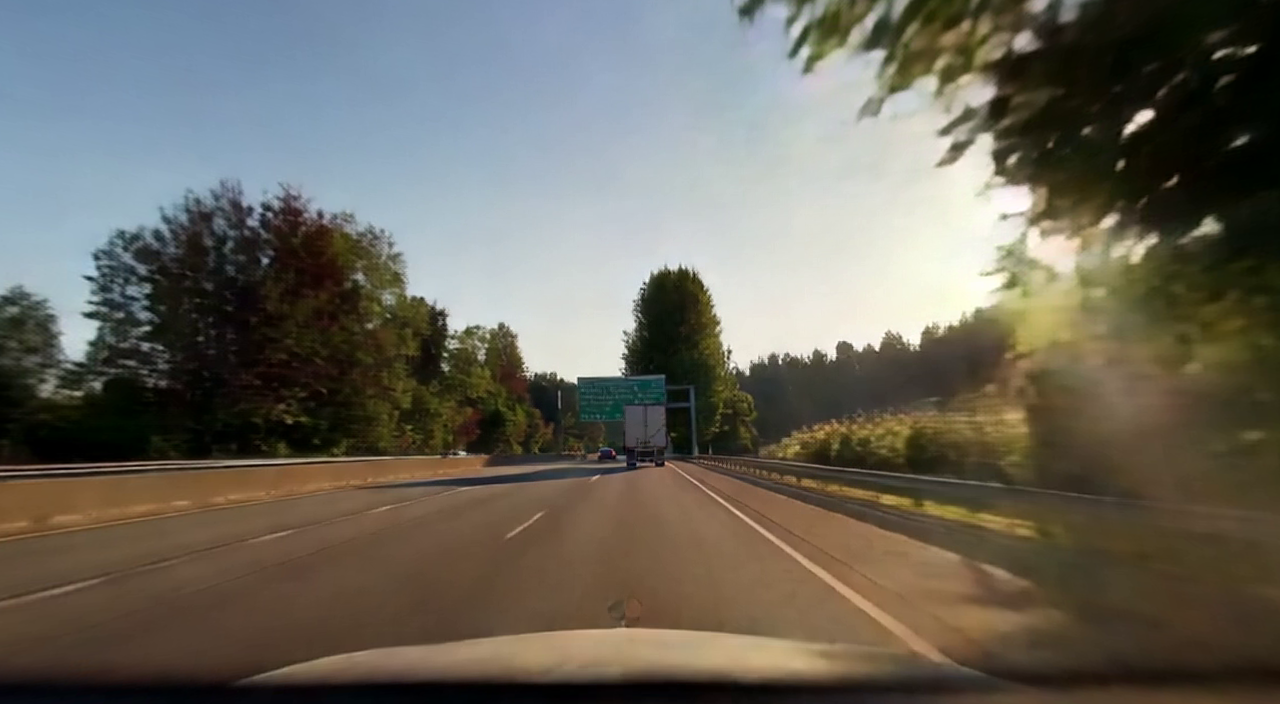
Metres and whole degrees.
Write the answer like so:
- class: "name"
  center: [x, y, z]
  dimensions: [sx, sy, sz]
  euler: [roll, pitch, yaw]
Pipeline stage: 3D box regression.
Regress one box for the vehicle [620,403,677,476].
- class: "vehicle"
  center: [0.350, 5.627, 39.679]
  dimensions: [2.976, 3.800, 12.335]
  euler: [0, -9, -1]
